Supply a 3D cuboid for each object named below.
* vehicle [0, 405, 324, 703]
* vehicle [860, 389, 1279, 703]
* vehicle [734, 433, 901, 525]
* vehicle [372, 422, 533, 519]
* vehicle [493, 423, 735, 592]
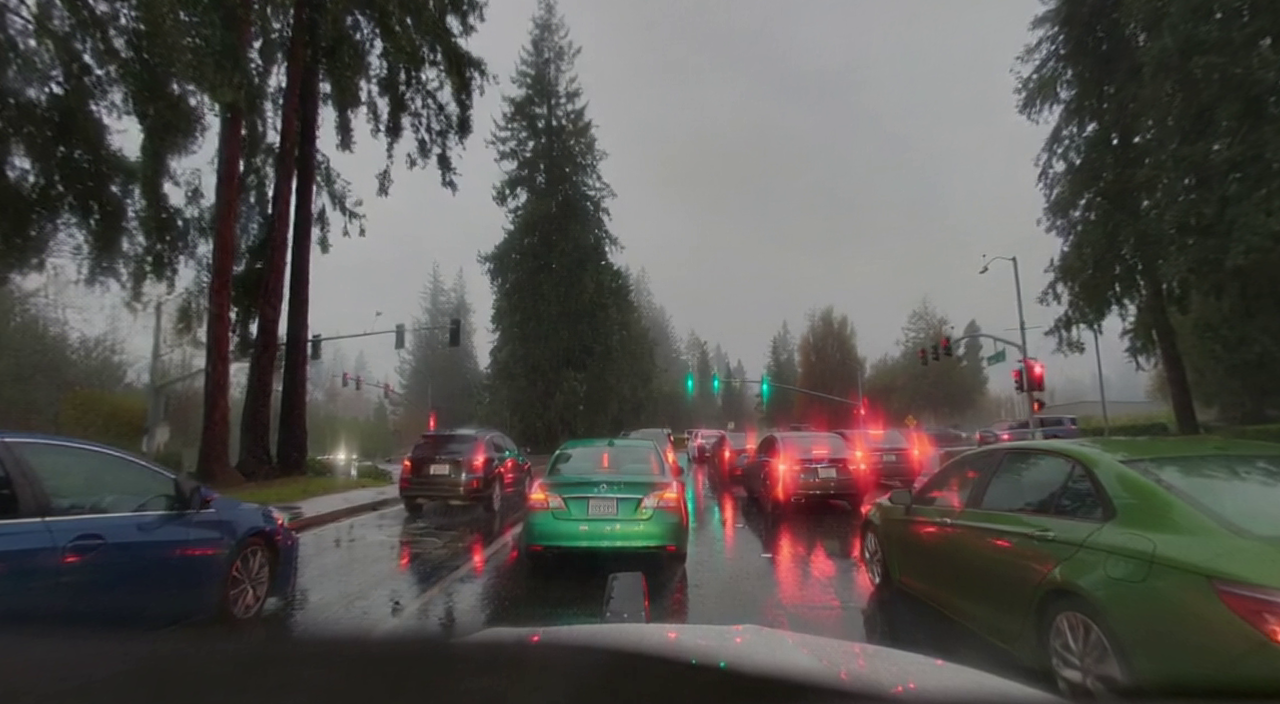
[{"bbox_3d":[-3.652,1.042,3.107,1.935,1.482,4.433,0,-8,-1],"label":"vehicle"},{"bbox_3d":[3.132,1.152,4.057,1.903,1.480,4.270,0,-8,0],"label":"vehicle"},{"bbox_3d":[3.177,2.336,12.329,1.975,1.460,4.357,0,-8,0],"label":"vehicle"},{"bbox_3d":[-3.708,2.430,13.413,1.961,1.714,4.268,-1,-8,2],"label":"vehicle"},{"bbox_3d":[-0.259,1.668,7.575,2.147,1.479,3.803,0,-8,-1],"label":"vehicle"}]
